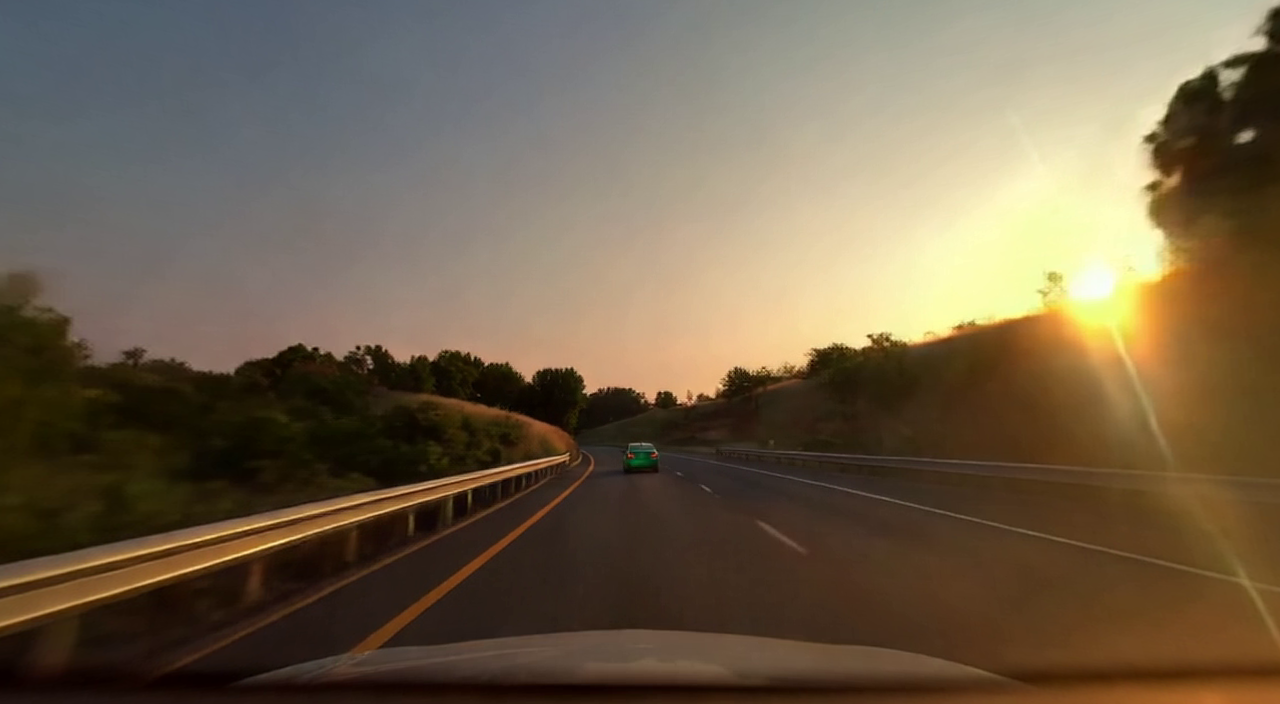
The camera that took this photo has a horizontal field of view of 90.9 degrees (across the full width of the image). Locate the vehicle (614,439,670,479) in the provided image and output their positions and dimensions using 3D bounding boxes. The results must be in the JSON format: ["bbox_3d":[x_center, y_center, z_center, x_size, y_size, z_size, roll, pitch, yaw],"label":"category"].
[{"bbox_3d":[-0.021,4.423,26.338,2.029,1.474,4.183,0,-9,-4],"label":"vehicle"}]
